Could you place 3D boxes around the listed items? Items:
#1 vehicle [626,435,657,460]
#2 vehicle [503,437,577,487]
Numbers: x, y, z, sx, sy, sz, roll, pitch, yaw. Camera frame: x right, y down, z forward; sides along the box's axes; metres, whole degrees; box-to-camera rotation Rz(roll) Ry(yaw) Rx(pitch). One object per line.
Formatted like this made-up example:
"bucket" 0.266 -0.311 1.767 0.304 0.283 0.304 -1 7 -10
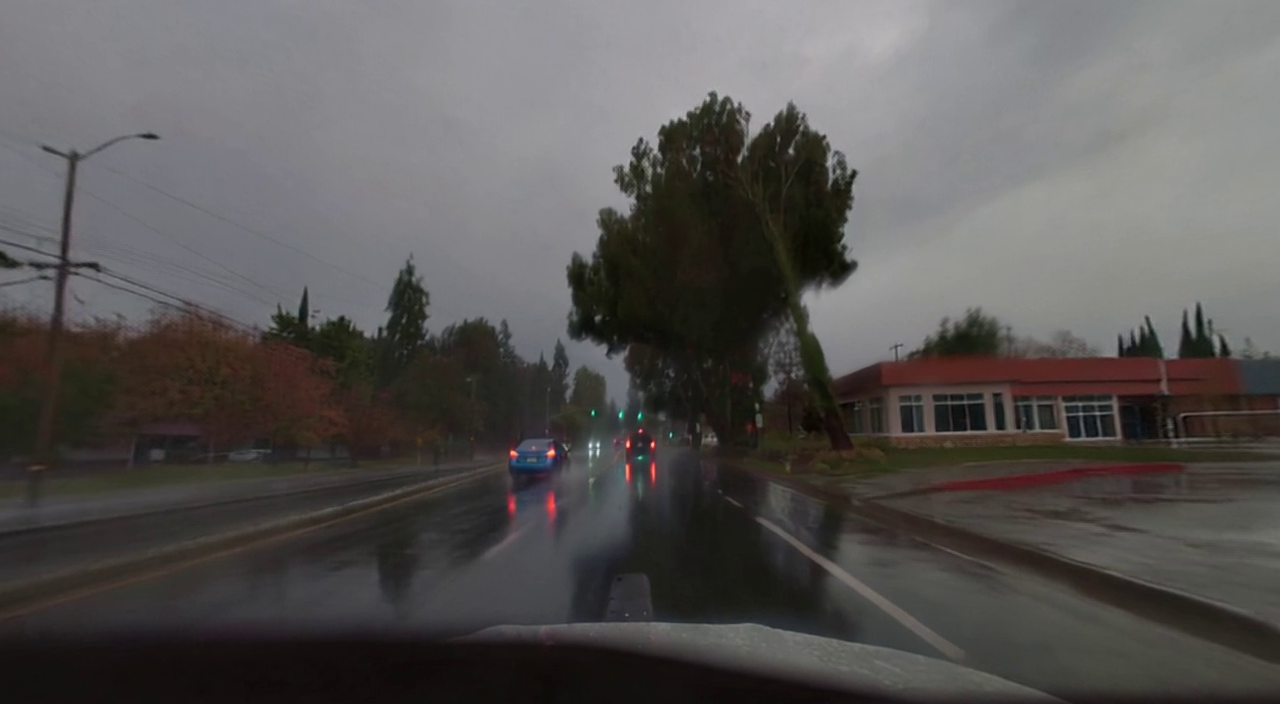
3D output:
"vehicle" 0.110 7.032 46.479 2.213 1.778 4.107 0 -8 0
"vehicle" -3.562 4.012 23.305 1.914 1.630 4.351 0 -8 1
